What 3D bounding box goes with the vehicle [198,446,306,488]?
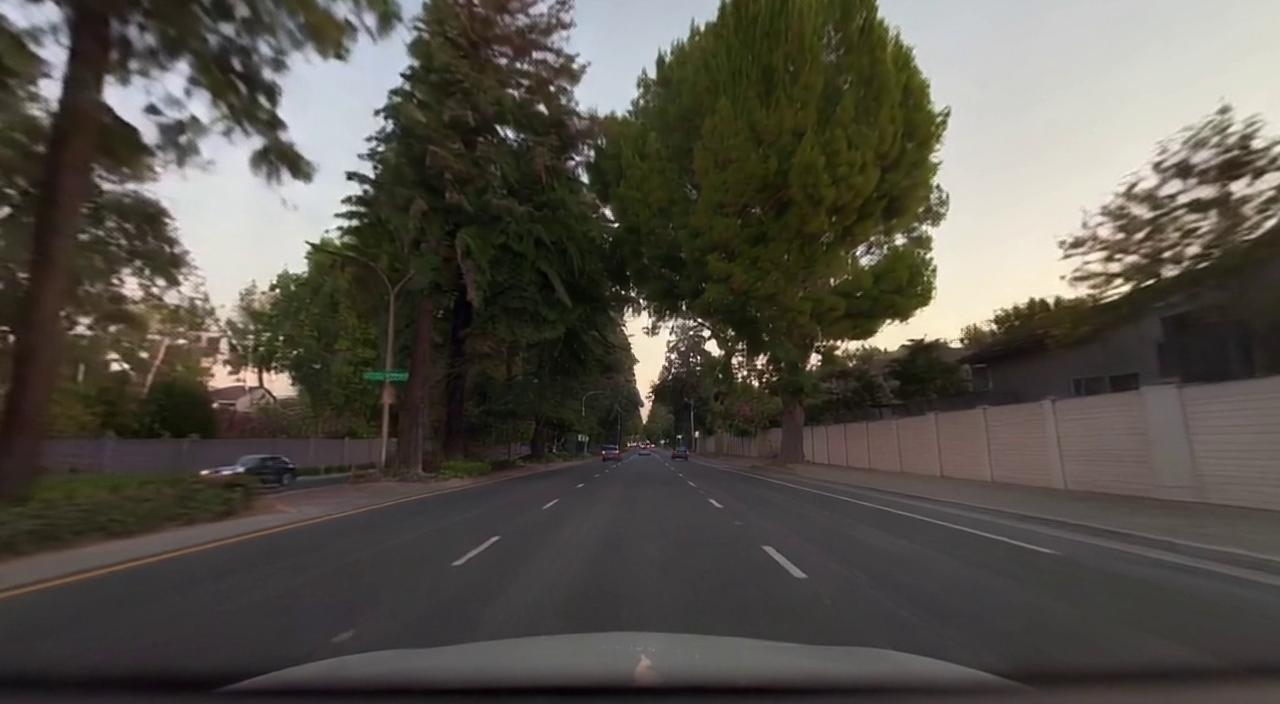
[{"bbox_3d":[-17.938,5.295,29.494,1.978,1.766,4.752,0,-9,0],"label":"vehicle"}]
